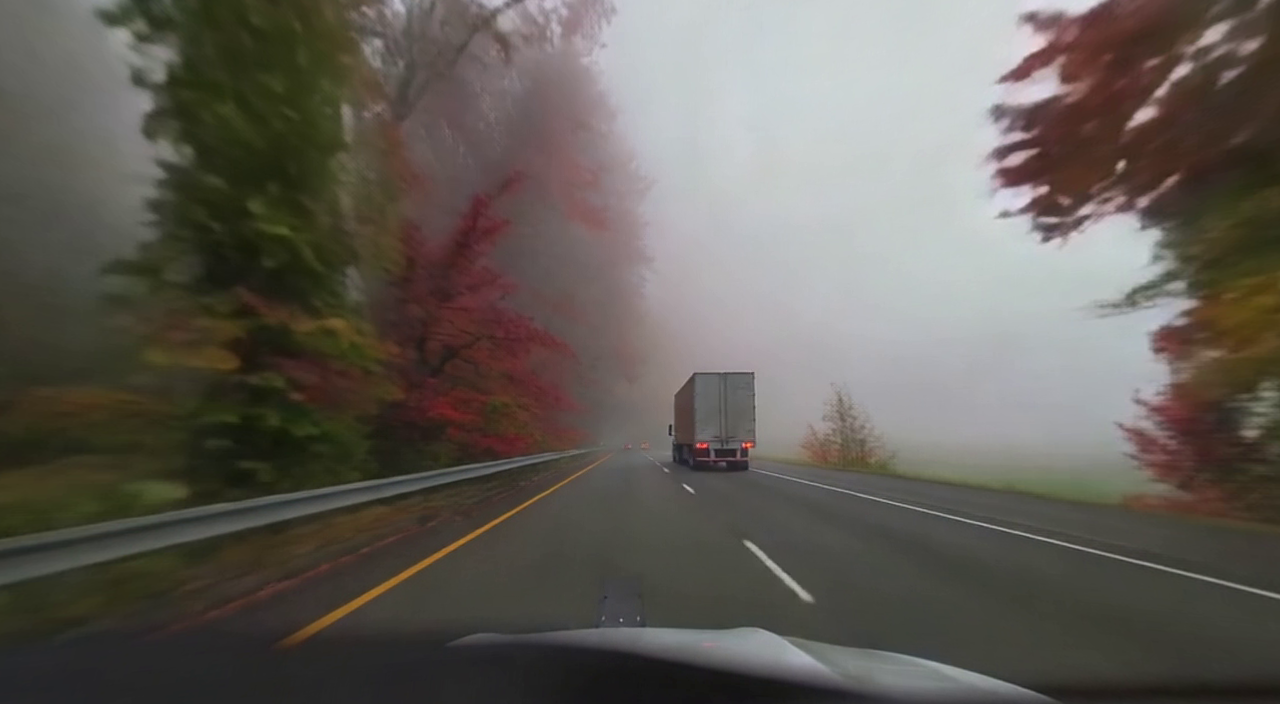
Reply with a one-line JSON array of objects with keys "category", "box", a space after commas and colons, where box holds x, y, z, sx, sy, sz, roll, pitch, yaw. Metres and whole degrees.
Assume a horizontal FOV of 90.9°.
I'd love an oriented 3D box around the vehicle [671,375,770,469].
[{"category": "vehicle", "box": [3.879, 4.084, 34.813, 3.357, 4.101, 14.659, 0, -8, -1]}]
